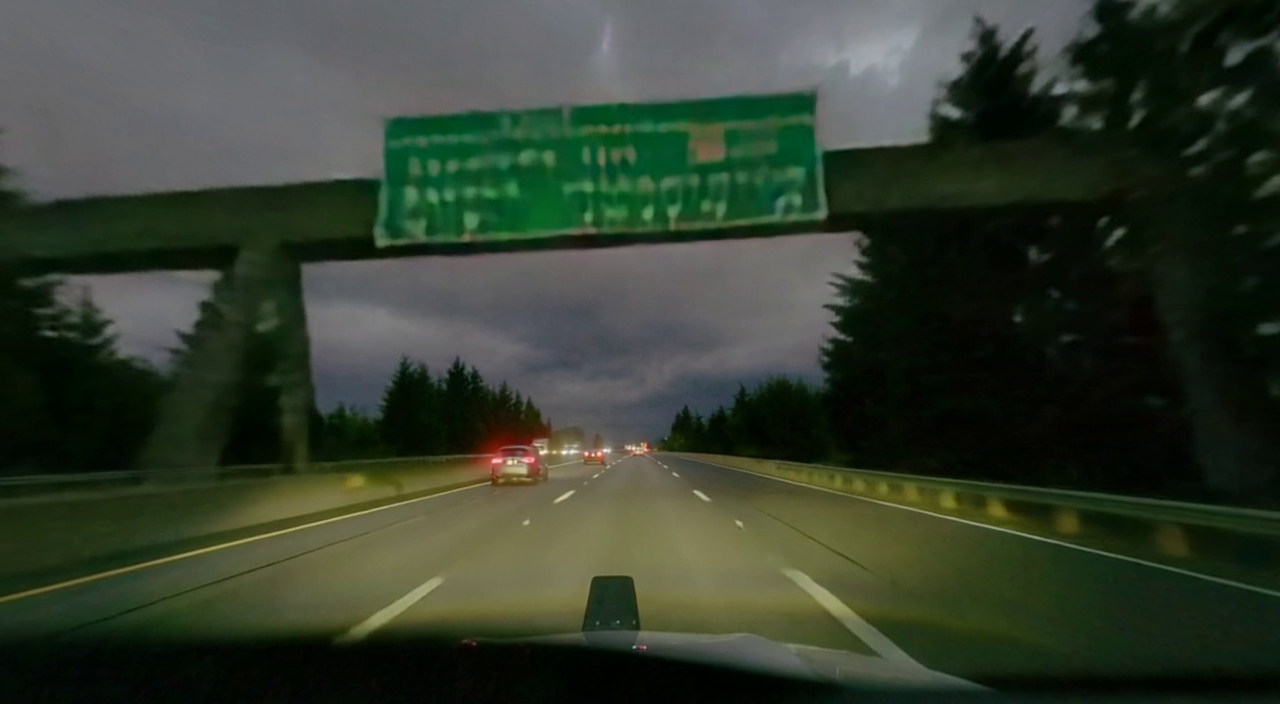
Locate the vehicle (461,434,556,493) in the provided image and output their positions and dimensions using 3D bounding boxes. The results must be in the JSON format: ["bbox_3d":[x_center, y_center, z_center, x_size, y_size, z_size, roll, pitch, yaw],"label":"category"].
[{"bbox_3d":[-4.097,3.561,20.321,2.151,1.693,4.201,0,-9,0],"label":"vehicle"}]
